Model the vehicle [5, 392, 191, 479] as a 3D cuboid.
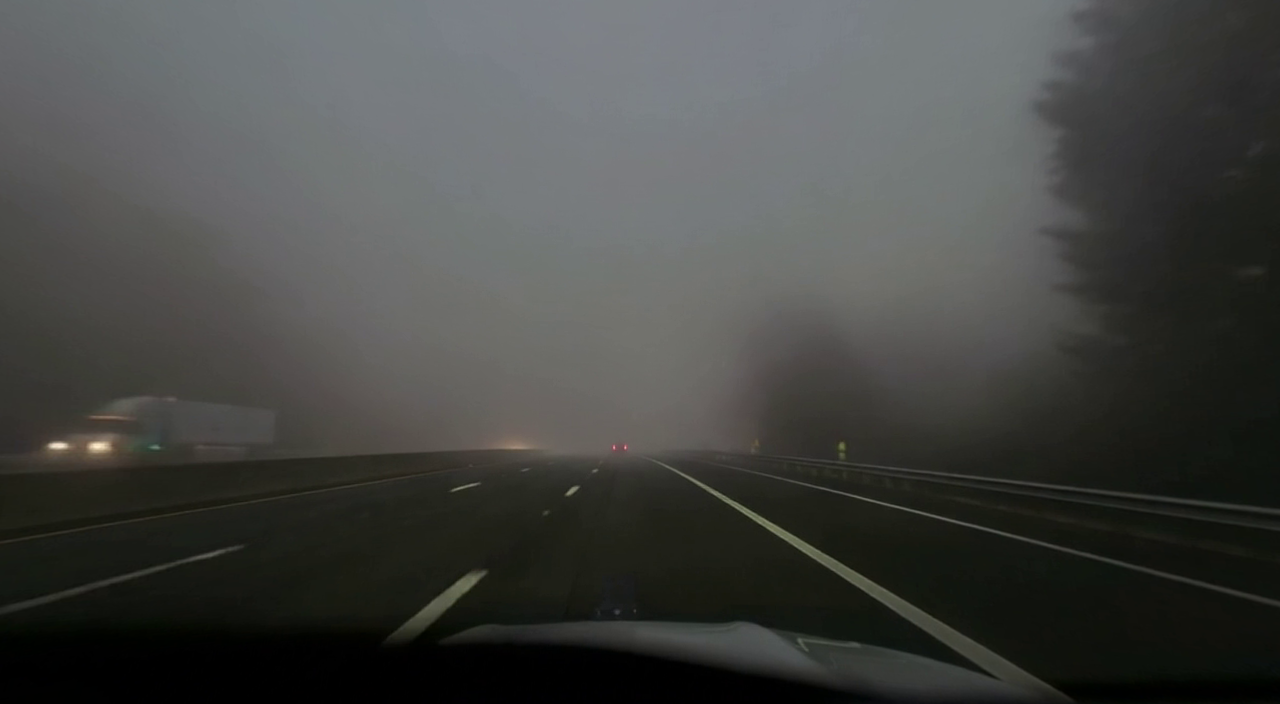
[{"bbox_3d":[-23.549,3.715,27.883,2.883,3.437,5.962,0,-8,-2],"label":"vehicle"}]
